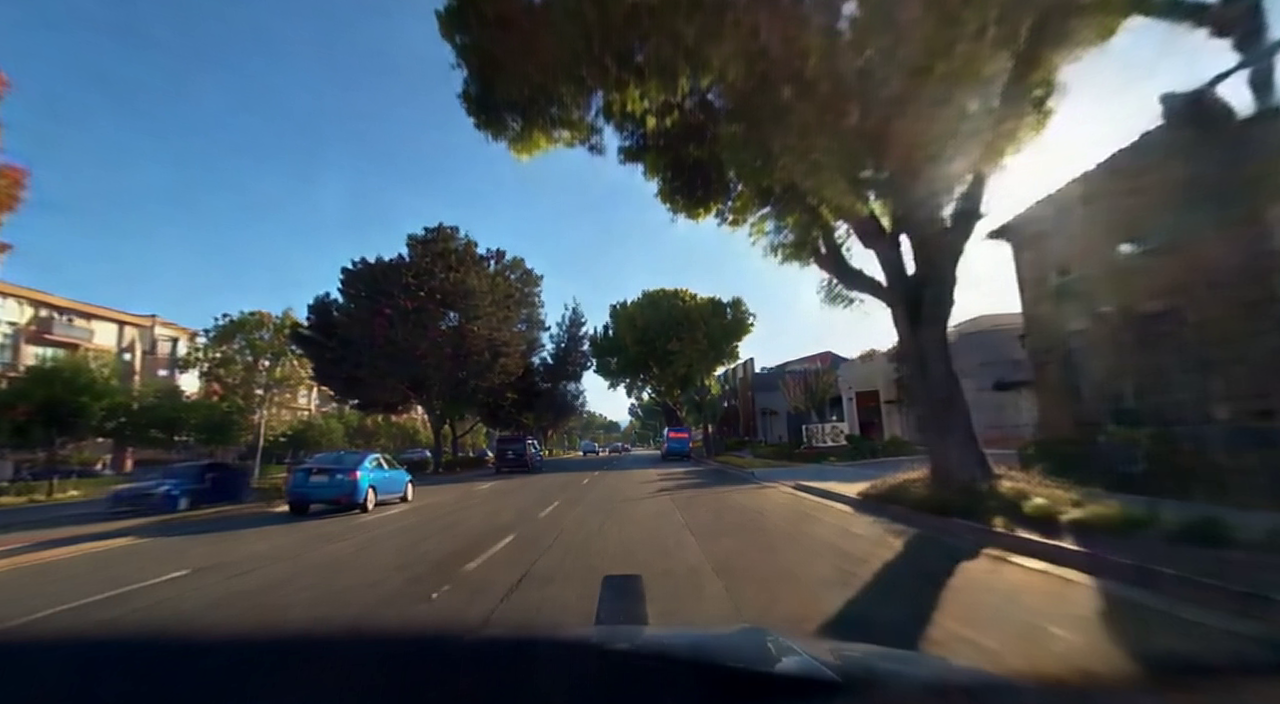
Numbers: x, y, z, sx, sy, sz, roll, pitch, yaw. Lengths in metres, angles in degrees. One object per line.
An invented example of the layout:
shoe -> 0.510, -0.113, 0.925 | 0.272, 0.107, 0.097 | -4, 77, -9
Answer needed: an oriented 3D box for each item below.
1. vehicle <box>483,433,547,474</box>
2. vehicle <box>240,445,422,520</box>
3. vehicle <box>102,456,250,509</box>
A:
vehicle -> -6.819, 5.636, 35.261 | 2.332, 2.039, 5.678 | 0, -9, 1
vehicle -> -6.900, 2.933, 14.780 | 1.970, 1.456, 4.441 | 0, -9, 1
vehicle -> -15.183, 4.249, 20.993 | 1.854, 1.497, 3.998 | 0, -9, 0
